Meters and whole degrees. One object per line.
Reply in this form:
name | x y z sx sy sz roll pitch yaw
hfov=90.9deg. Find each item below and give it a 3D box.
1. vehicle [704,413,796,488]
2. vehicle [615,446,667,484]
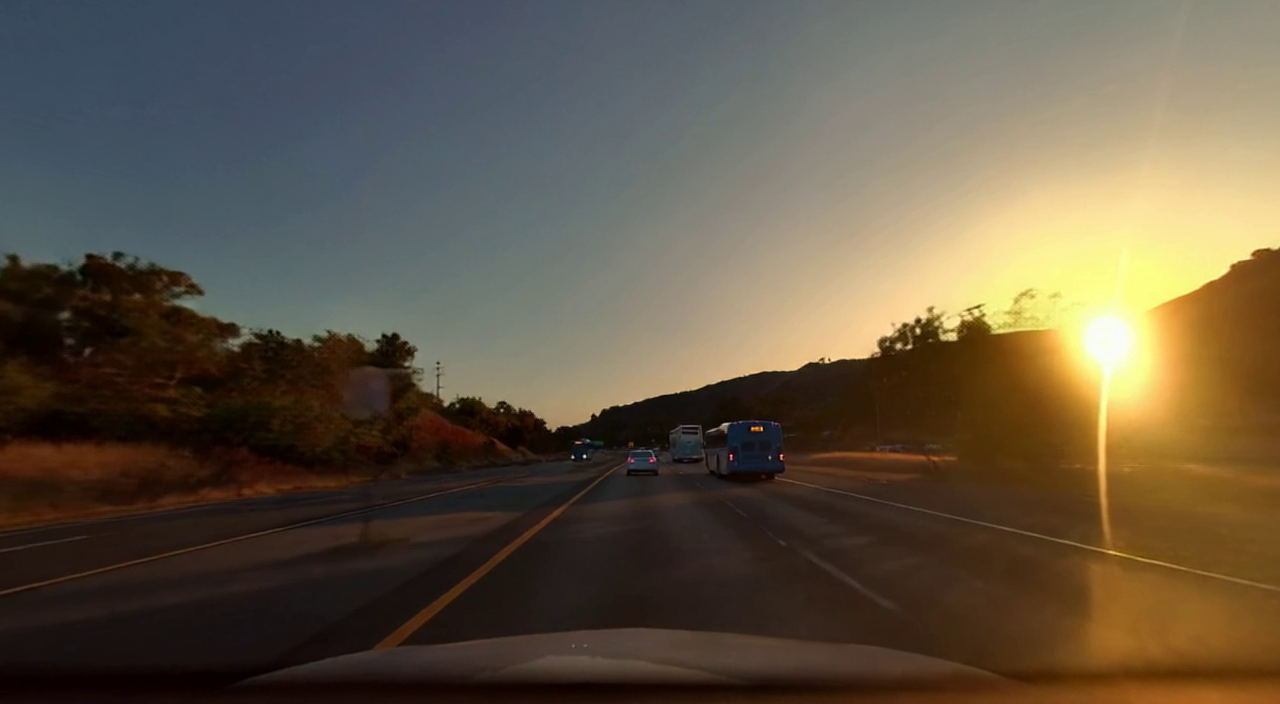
vehicle | 4.101 3.864 24.739 2.440 2.555 5.957 0 -9 -1
vehicle | 0.018 4.628 26.019 2.004 1.449 3.817 0 -9 -1
